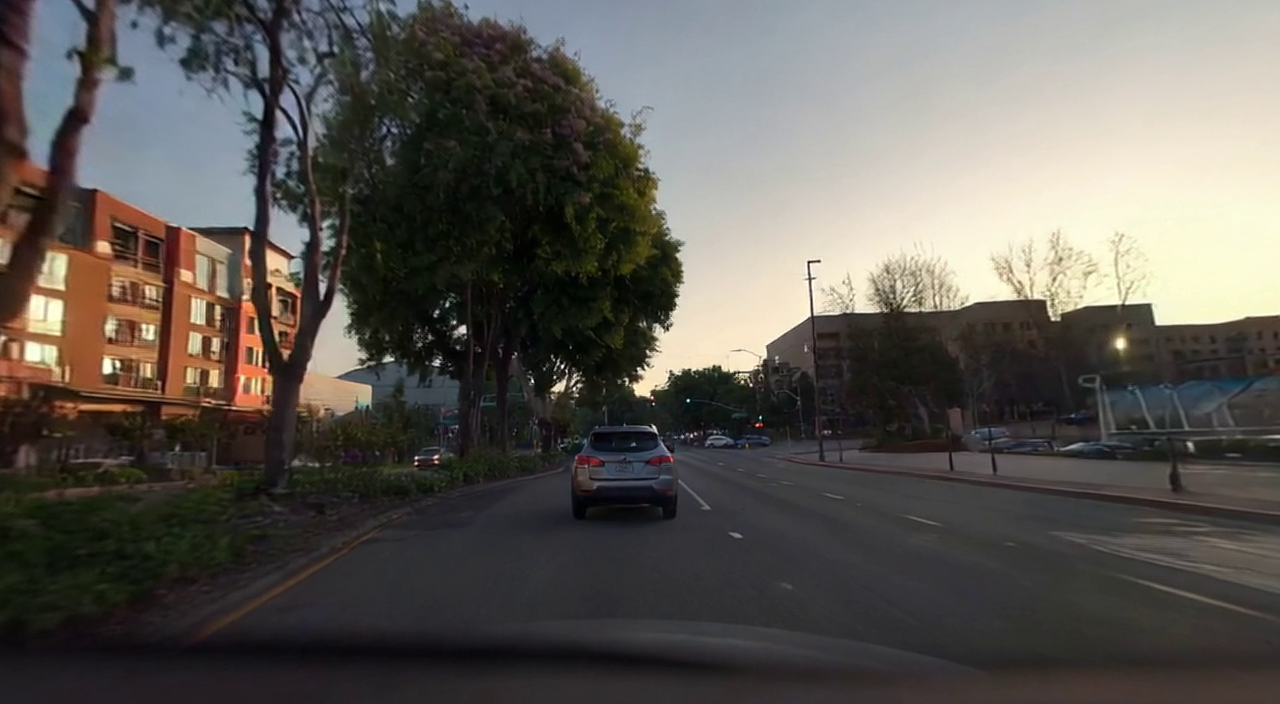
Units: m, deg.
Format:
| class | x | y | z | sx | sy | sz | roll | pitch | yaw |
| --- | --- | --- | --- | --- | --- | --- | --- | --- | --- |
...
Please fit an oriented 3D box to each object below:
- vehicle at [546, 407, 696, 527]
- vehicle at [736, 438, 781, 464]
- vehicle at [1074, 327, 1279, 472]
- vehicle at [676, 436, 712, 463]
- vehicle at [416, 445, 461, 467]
| class | x | y | z | sx | sy | sz | roll | pitch | yaw |
| --- | --- | --- | --- | --- | --- | --- | --- | --- | --- |
| vehicle | -0.295 | 2.080 | 11.845 | 2.277 | 1.816 | 4.192 | 0 | -9 | 0 |
| vehicle | 6.798 | 5.738 | 36.662 | 1.777 | 1.443 | 3.942 | 0 | -9 | -1 |
| vehicle | 18.591 | 1.816 | 20.270 | 3.269 | 3.755 | 8.862 | 0 | -9 | 3 |
| vehicle | 3.303 | 6.101 | 39.647 | 1.929 | 1.590 | 4.287 | 0 | -9 | 1 |
| vehicle | -15.643 | 8.100 | 49.325 | 1.834 | 1.622 | 4.569 | 0 | -9 | 2 |
